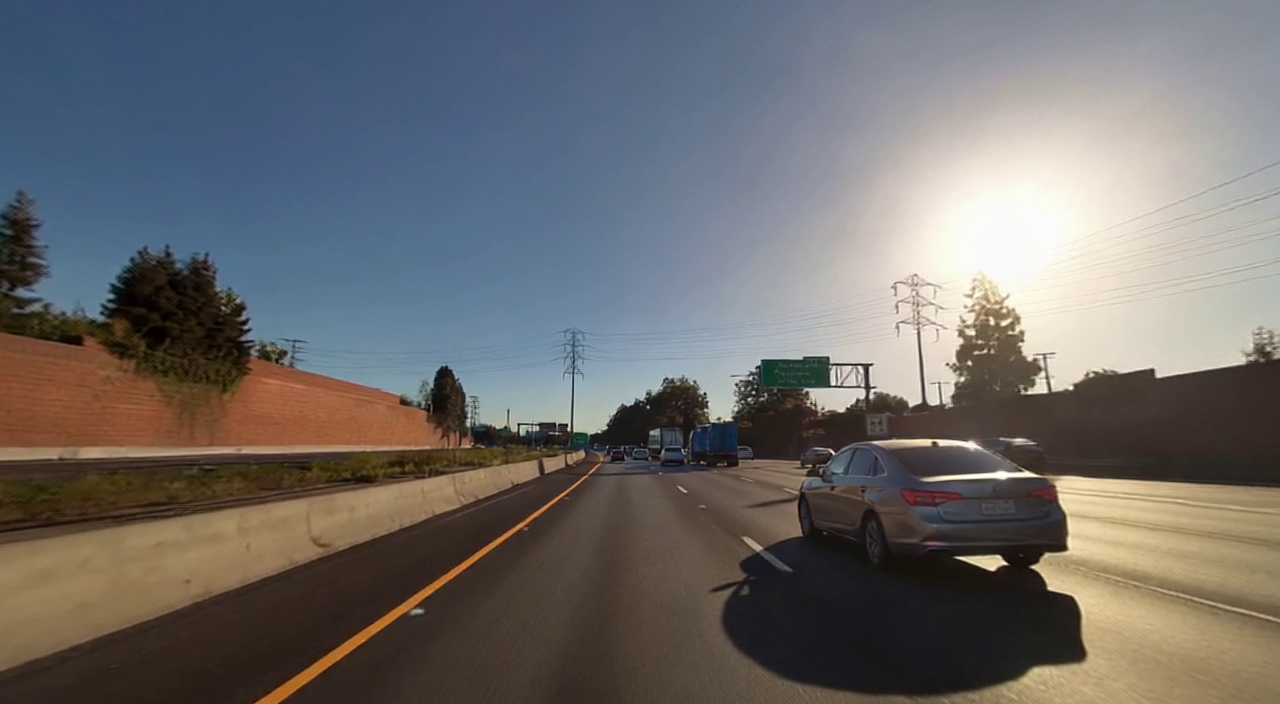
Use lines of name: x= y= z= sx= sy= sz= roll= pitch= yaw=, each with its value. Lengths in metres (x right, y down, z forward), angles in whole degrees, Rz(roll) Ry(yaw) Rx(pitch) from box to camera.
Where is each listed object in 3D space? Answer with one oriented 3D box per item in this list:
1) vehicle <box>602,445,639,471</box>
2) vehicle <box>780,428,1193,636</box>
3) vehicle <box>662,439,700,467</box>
vehicle: x=-1.193 y=6.271 z=37.608 sx=2.083 sy=1.477 sz=3.965 roll=0 pitch=-9 yaw=-3
vehicle: x=2.970 y=1.612 z=6.689 sx=1.922 sy=1.465 sz=4.165 roll=0 pitch=-9 yaw=-1
vehicle: x=2.752 y=6.951 z=43.623 sx=2.114 sy=1.849 sz=4.692 roll=0 pitch=-9 yaw=-3
